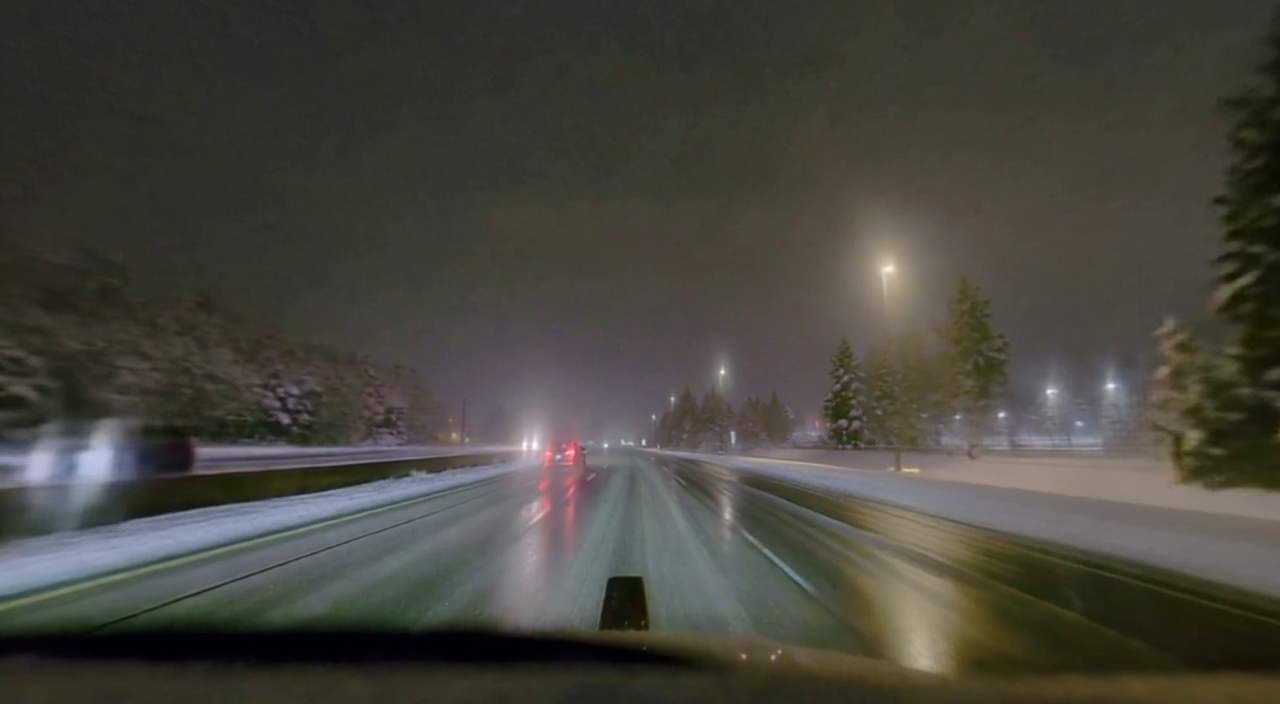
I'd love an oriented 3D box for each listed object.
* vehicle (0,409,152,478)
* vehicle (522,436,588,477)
[{"bbox_3d":[-15.976,2.469,17.050,1.901,1.628,4.389,0,-8,1],"label":"vehicle"},{"bbox_3d":[-3.585,4.540,27.551,2.160,1.608,5.012,0,-8,0],"label":"vehicle"}]
